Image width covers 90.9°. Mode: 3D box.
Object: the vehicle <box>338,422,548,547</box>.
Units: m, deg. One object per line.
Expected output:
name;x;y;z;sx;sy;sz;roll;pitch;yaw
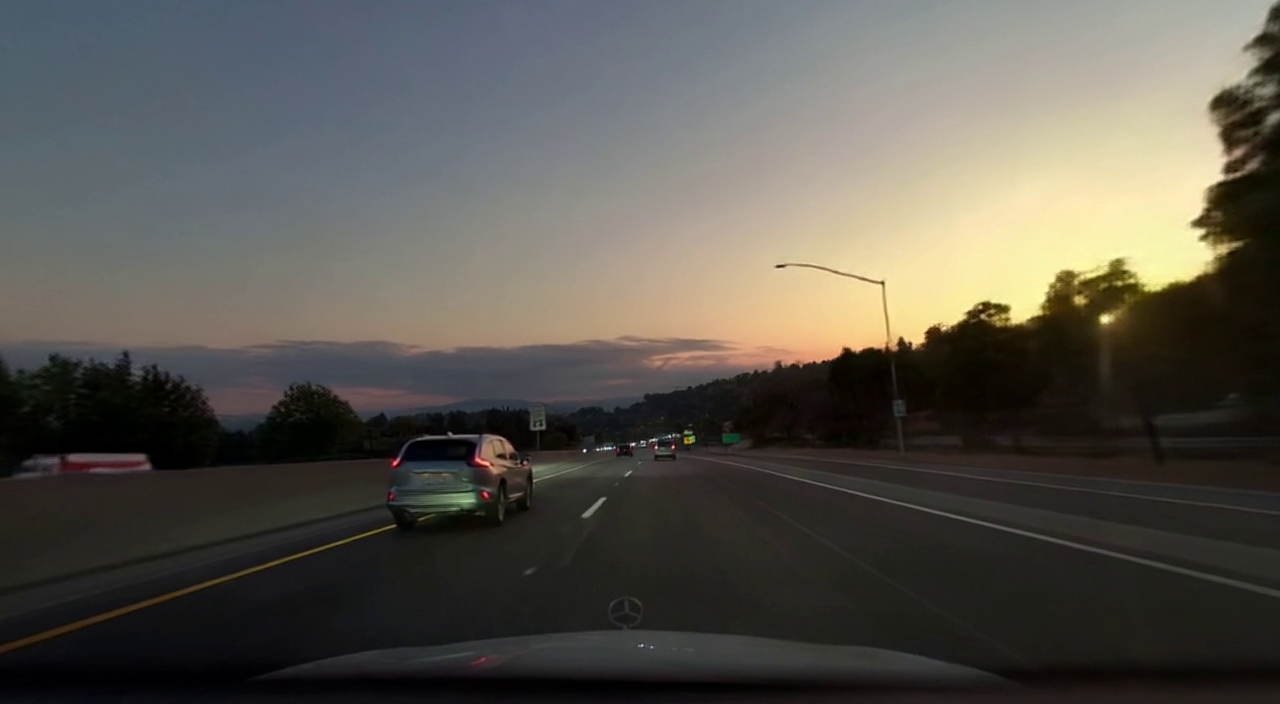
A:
vehicle;-3.068;2.172;11.059;2.143;1.693;4.513;-1;-8;1

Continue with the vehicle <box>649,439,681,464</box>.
vehicle;1.685;6.848;43.594;2.073;1.621;3.993;-1;-8;1
